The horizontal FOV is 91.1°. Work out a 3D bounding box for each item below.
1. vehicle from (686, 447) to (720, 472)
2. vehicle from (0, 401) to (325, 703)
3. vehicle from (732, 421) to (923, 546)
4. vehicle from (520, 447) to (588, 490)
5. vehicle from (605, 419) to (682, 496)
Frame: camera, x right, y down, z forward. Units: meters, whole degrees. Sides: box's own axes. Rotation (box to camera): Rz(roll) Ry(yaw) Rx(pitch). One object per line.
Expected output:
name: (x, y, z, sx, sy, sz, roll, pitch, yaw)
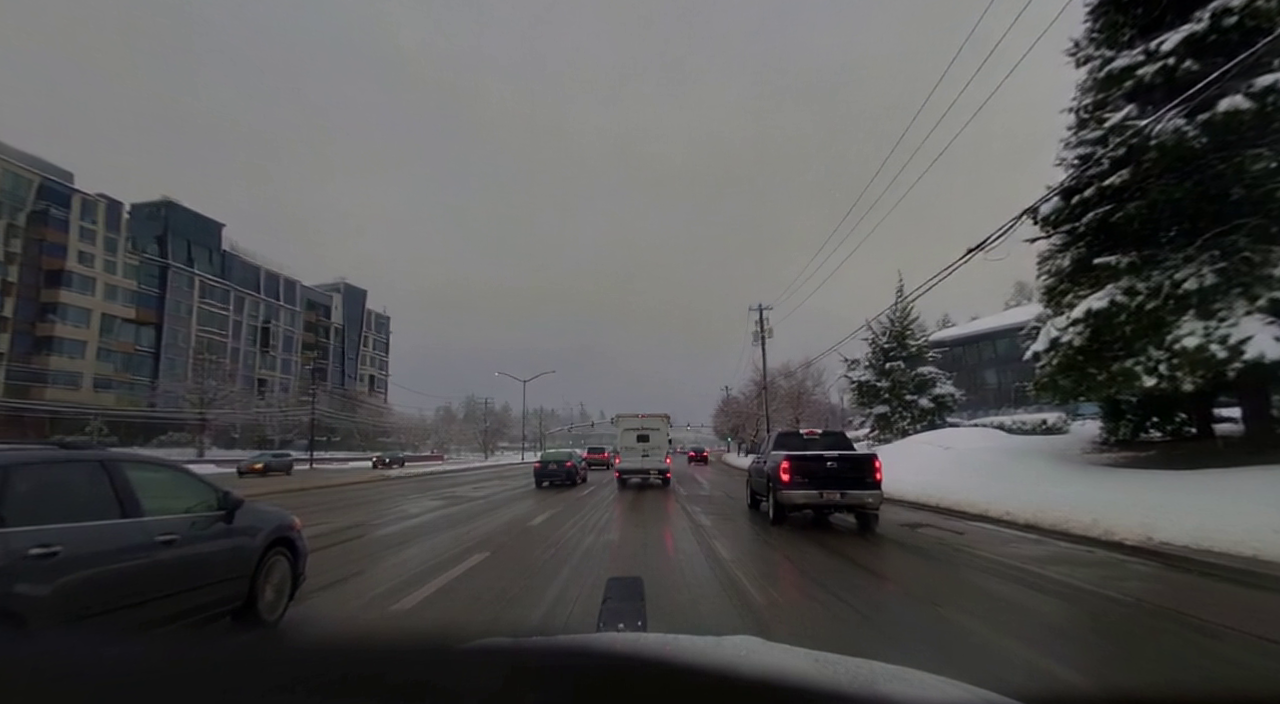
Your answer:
vehicle: (4.450, 7.582, 44.605, 2.092, 1.696, 4.218, 0, -8, 2)
vehicle: (-3.604, 1.129, 3.245, 1.934, 1.643, 3.718, 0, -8, 1)
vehicle: (3.246, 2.384, 12.058, 2.283, 1.923, 4.427, 0, -8, 0)
vehicle: (-3.360, 4.646, 25.416, 1.984, 1.567, 4.311, 0, -8, 2)
vehicle: (0.258, 3.816, 23.037, 2.457, 2.440, 5.486, 0, -8, 3)
